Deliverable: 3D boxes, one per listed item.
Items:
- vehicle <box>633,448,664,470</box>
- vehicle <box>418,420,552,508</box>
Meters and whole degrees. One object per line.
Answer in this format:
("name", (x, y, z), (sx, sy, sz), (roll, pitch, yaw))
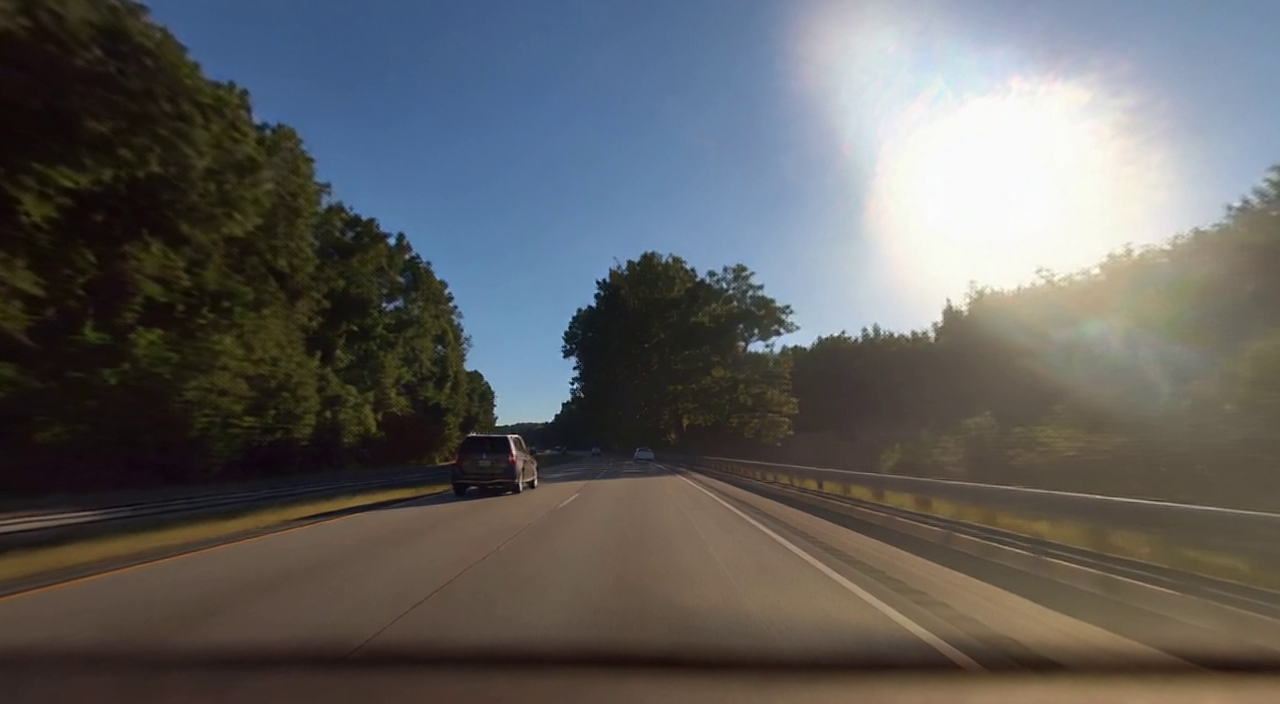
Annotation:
("vehicle", (0.533, 7.344, 43.558), (2.046, 1.452, 4.407), (0, -9, 0))
("vehicle", (-3.998, 3.007, 17.382), (2.418, 2.049, 4.930), (0, -9, 0))
